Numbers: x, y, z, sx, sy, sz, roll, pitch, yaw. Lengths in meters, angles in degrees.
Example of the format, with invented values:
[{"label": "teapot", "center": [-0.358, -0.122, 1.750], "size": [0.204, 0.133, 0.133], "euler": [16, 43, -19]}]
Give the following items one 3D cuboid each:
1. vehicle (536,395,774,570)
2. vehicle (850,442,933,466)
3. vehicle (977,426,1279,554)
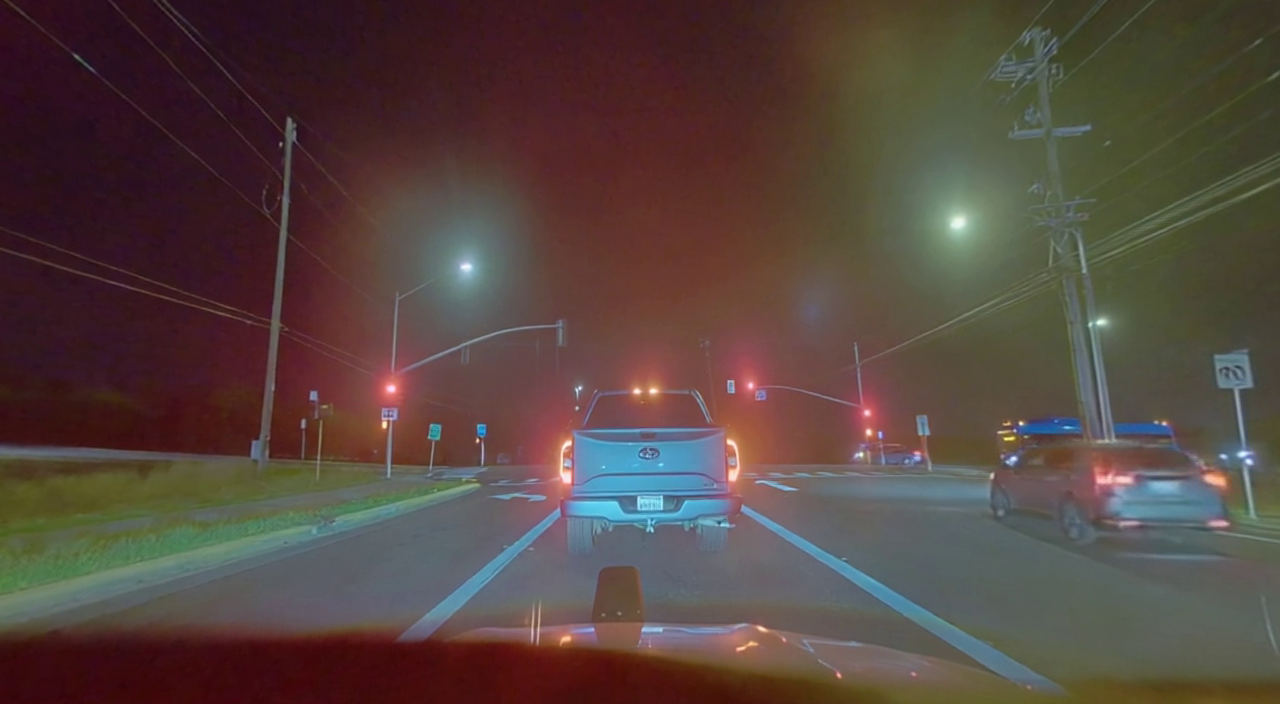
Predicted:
[{"label": "vehicle", "center": [0.123, 1.889, 10.051], "size": [2.707, 1.964, 5.485], "euler": [0, -8, -1]}, {"label": "vehicle", "center": [16.333, 6.638, 41.221], "size": [4.578, 1.490, 1.935], "euler": [-1, -8, 3]}, {"label": "vehicle", "center": [7.286, 1.987, 9.859], "size": [2.060, 1.496, 4.520], "euler": [-2, -8, 8]}]
